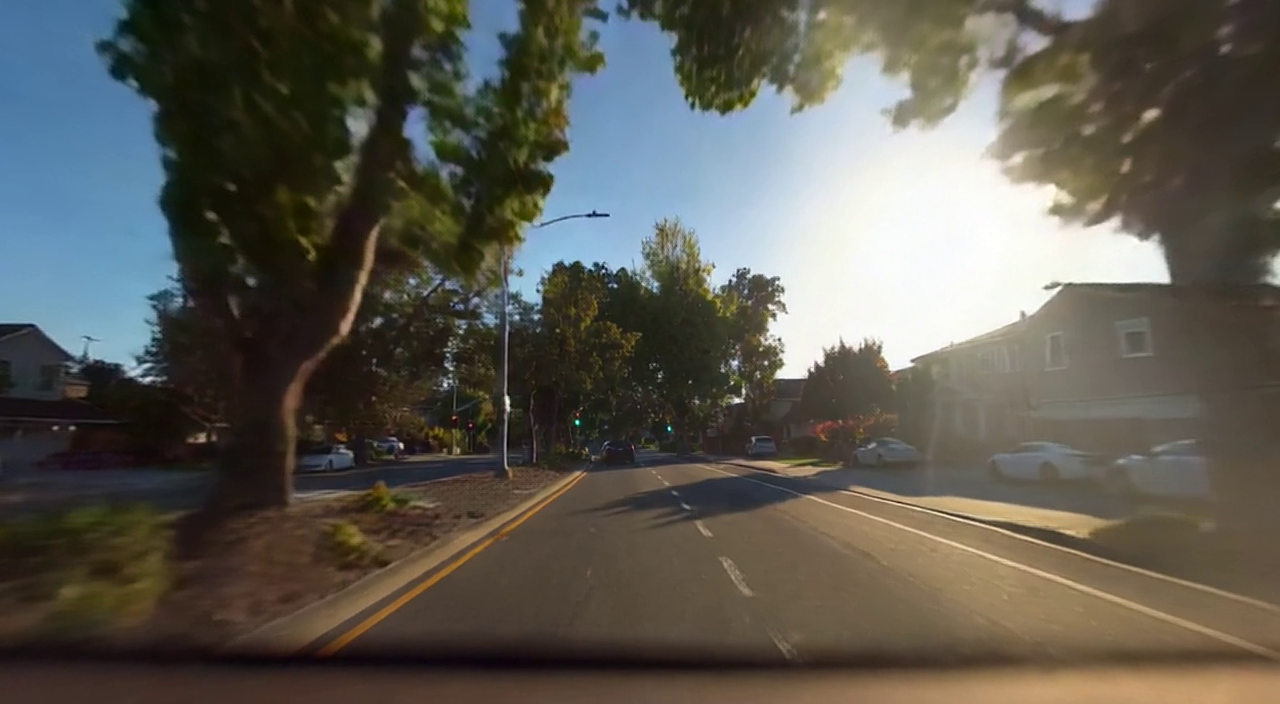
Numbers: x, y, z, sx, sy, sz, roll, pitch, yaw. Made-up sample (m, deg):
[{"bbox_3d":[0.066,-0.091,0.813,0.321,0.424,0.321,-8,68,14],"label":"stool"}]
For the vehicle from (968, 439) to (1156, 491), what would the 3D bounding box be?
[{"bbox_3d":[11.533,3.099,17.762,2.015,1.231,4.748,0,-8,-1],"label":"vehicle"}]

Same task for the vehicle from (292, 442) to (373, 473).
[{"bbox_3d":[-15.572,5.346,32.236,2.070,1.469,4.524,0,-8,-3],"label":"vehicle"}]

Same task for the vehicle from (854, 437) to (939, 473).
[{"bbox_3d":[11.466,4.618,28.542,1.839,1.445,4.484,0,-8,-2],"label":"vehicle"}]

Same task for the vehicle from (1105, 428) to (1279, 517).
[{"bbox_3d":[11.812,2.294,12.386,1.791,1.503,4.560,0,-8,-1],"label":"vehicle"}]

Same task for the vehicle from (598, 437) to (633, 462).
[{"bbox_3d":[-1.595,6.148,39.769,2.113,1.462,4.203,0,-8,-4],"label":"vehicle"}]
